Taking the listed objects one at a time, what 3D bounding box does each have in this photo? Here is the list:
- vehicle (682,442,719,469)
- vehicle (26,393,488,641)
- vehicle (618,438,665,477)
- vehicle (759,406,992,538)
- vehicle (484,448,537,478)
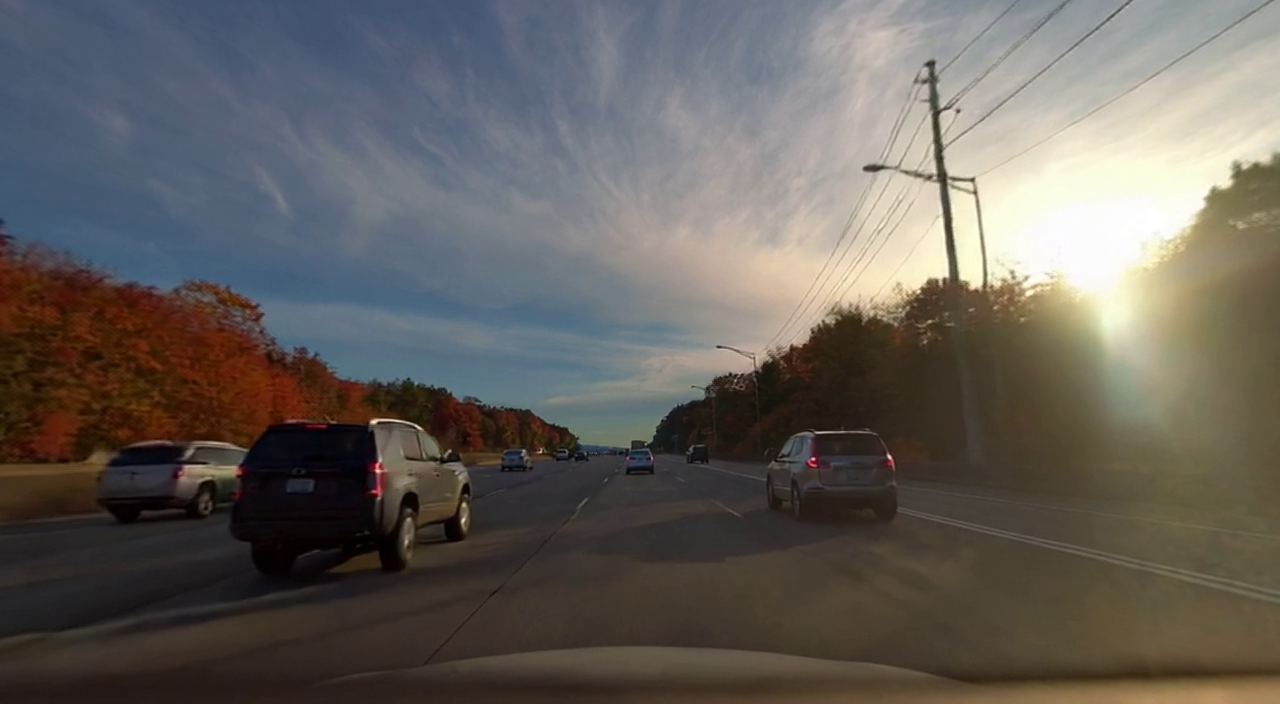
[{"bbox_3d":[4.736,8.186,49.918,2.380,1.976,5.614,0,-9,0],"label":"vehicle"},{"bbox_3d":[-3.316,1.544,6.864,2.154,1.783,4.476,0,-9,0],"label":"vehicle"},{"bbox_3d":[0.102,5.748,34.451,2.372,1.957,5.121,0,-9,0],"label":"vehicle"},{"bbox_3d":[4.149,2.291,12.580,2.388,1.998,5.749,0,-9,0],"label":"vehicle"},{"bbox_3d":[-7.216,6.239,35.624,2.014,1.526,4.577,0,-9,0],"label":"vehicle"}]
